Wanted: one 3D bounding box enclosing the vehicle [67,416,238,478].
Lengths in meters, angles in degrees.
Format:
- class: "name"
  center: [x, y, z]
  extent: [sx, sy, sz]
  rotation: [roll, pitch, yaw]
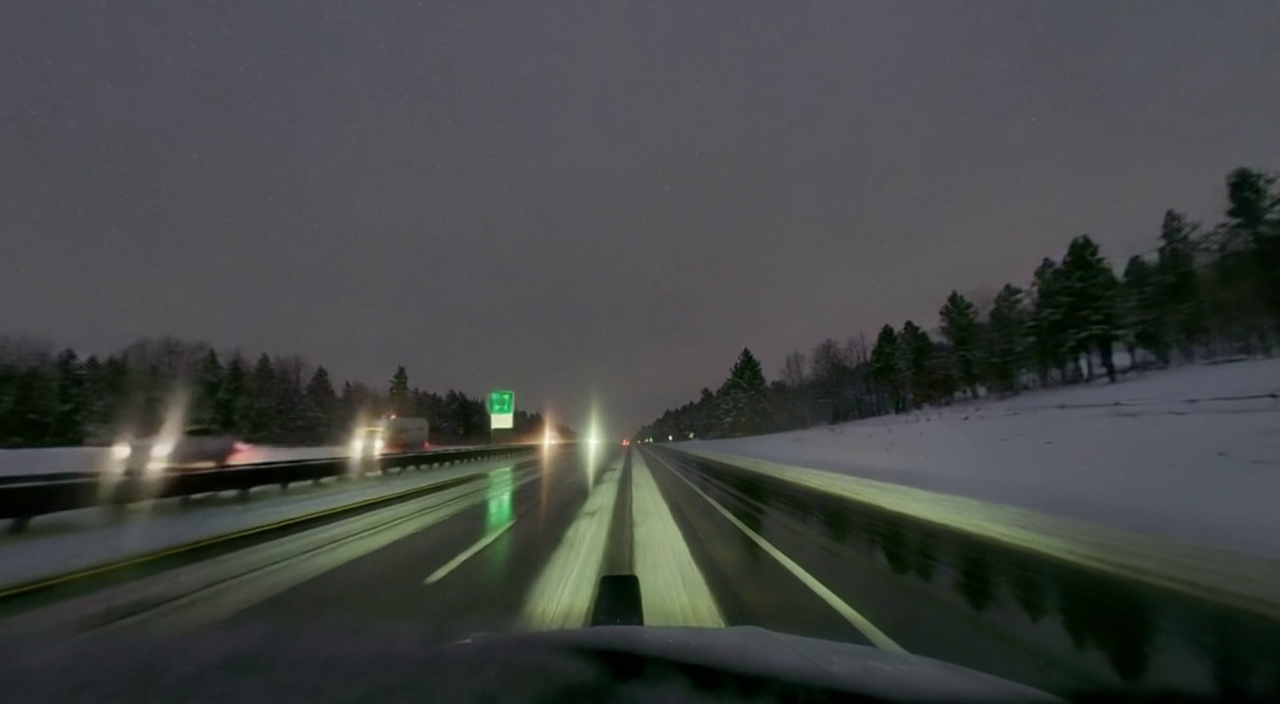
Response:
- class: "vehicle"
  center: [-19.343, 3.813, 25.454]
  extent: [2.254, 2.192, 5.787]
  rotation: [0, -8, 0]
